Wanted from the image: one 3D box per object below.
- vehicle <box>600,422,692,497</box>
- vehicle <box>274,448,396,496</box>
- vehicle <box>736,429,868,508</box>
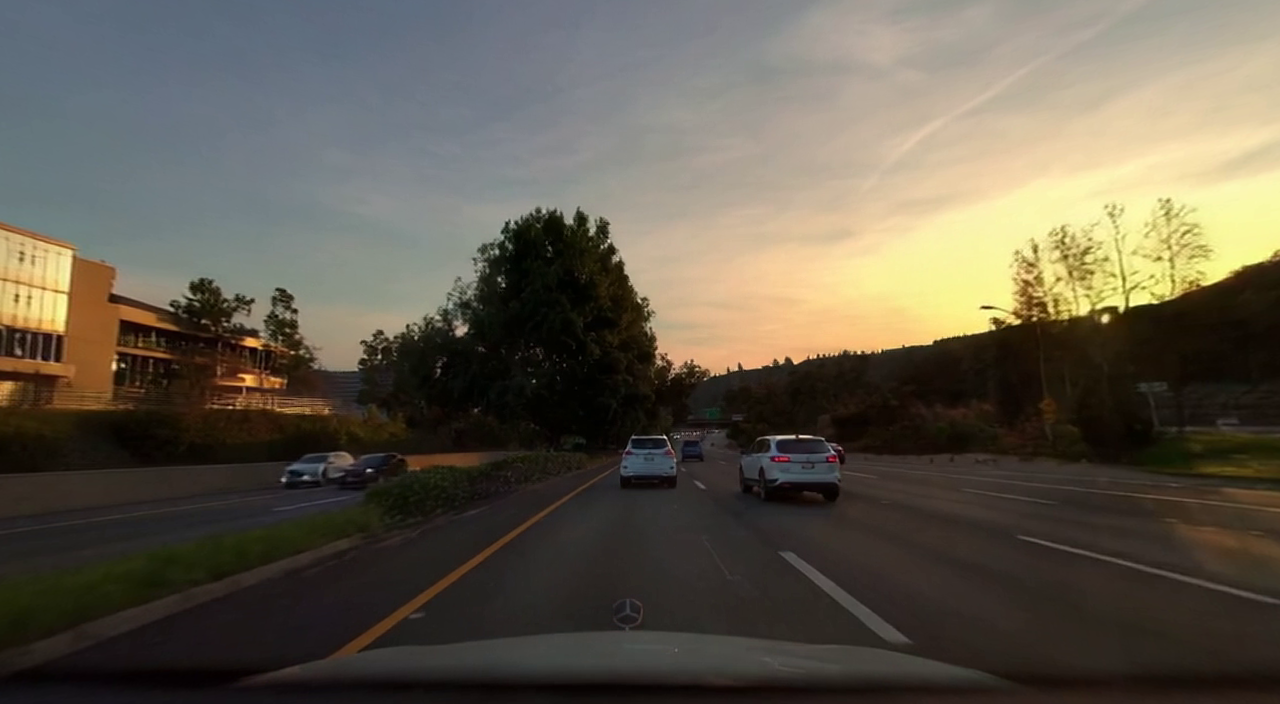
[{"bbox_3d":[0.147,3.014,18.005,2.290,1.862,4.454,0,-8,0],"label":"vehicle"},{"bbox_3d":[-10.563,4.161,22.308,2.051,1.476,4.379,0,-8,1],"label":"vehicle"},{"bbox_3d":[3.642,2.695,15.031,2.042,1.592,4.047,0,-8,0],"label":"vehicle"}]
